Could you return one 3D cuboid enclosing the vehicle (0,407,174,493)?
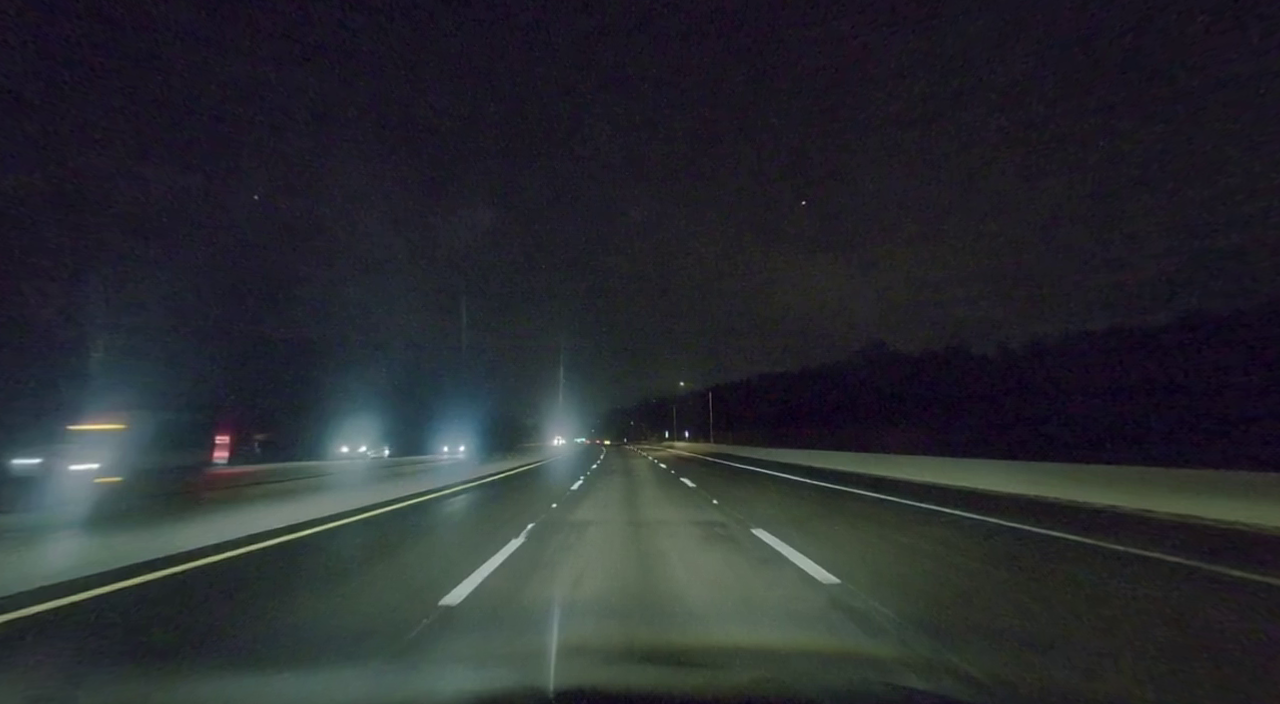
[{"bbox_3d":[-15.984,2.682,17.389,2.107,1.988,5.424,0,-8,-1],"label":"vehicle"}]
